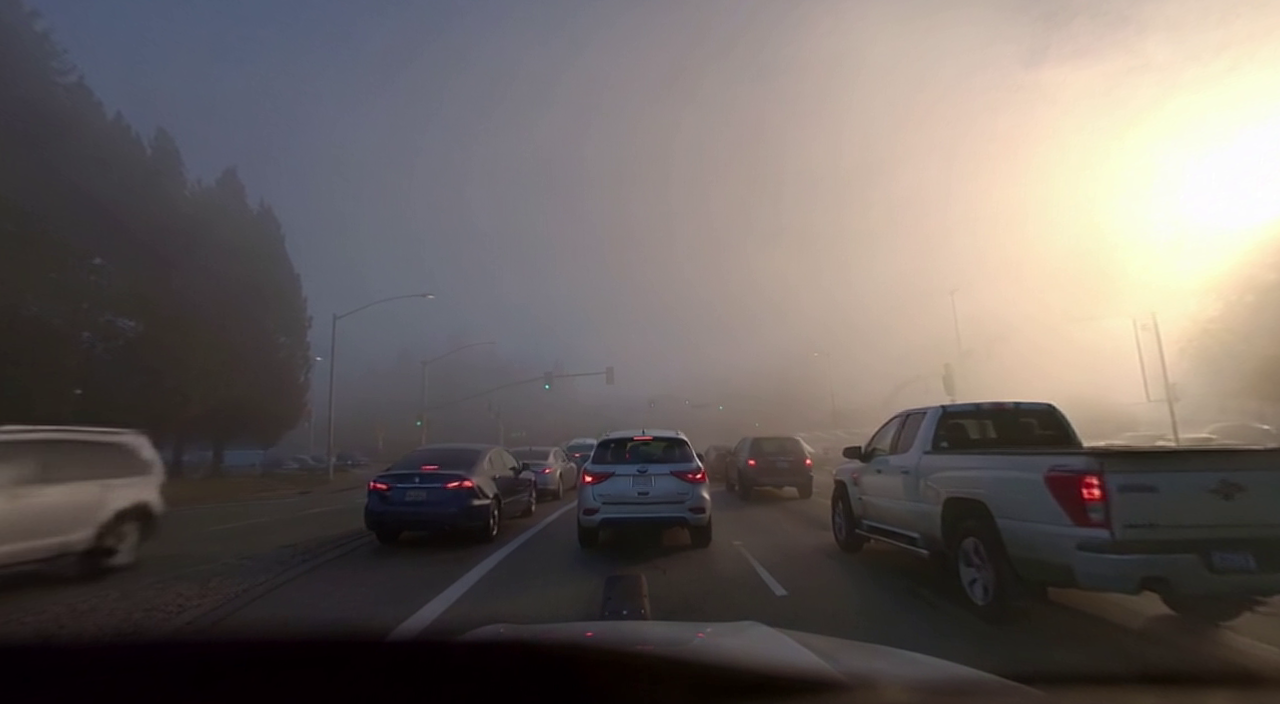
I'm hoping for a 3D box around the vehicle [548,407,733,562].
[{"bbox_3d":[0.063,1.811,9.260,2.113,1.768,3.901,0,-9,2],"label":"vehicle"}]

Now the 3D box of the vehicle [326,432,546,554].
[{"bbox_3d":[-2.878,2.087,10.062,2.023,1.494,4.259,0,-9,1],"label":"vehicle"}]

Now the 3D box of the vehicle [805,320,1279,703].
[{"bbox_3d":[3.410,1.215,5.675,2.317,1.857,5.940,0,-9,1],"label":"vehicle"}]

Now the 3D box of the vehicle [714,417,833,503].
[{"bbox_3d":[3.654,3.112,18.567,2.408,2.100,5.668,0,-9,2],"label":"vehicle"}]

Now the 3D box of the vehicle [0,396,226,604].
[{"bbox_3d":[-6.952,1.465,6.487,2.159,1.885,4.661,0,-9,0],"label":"vehicle"}]
